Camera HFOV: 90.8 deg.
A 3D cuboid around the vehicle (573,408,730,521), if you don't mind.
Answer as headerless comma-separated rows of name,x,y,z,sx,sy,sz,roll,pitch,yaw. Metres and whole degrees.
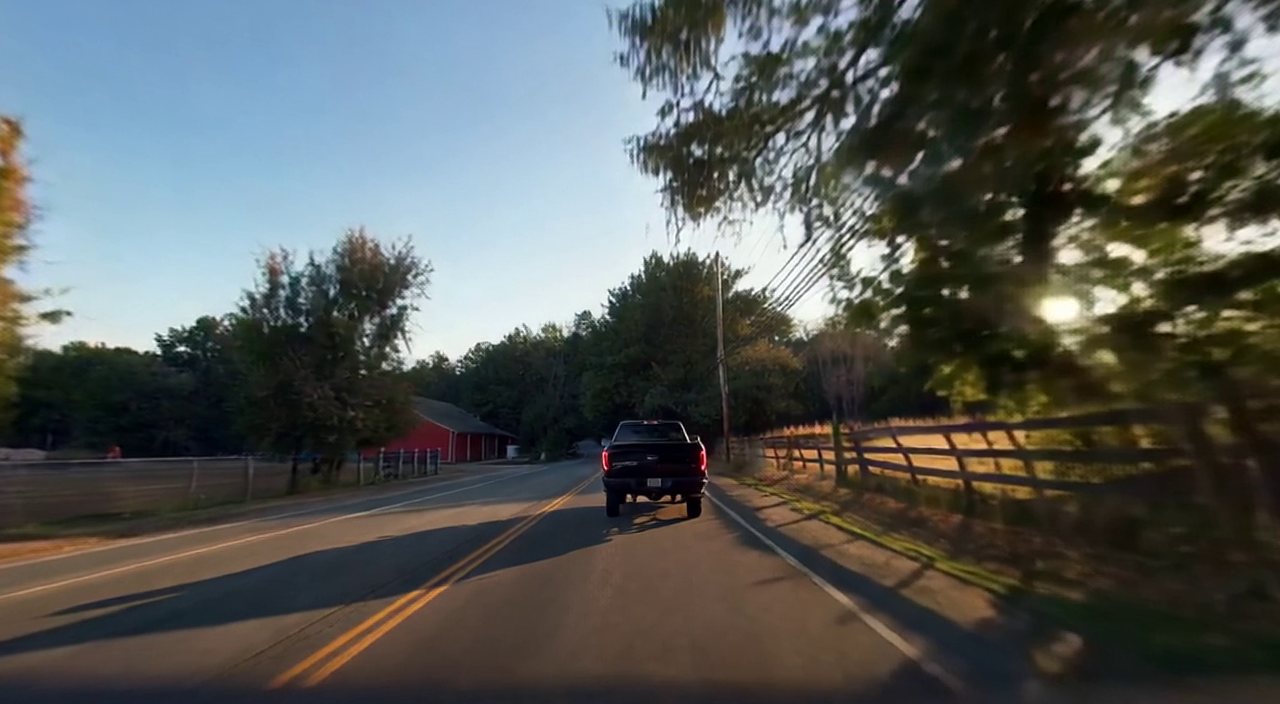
vehicle,0.184,2.412,14.149,2.693,1.941,6.356,0,-8,0
